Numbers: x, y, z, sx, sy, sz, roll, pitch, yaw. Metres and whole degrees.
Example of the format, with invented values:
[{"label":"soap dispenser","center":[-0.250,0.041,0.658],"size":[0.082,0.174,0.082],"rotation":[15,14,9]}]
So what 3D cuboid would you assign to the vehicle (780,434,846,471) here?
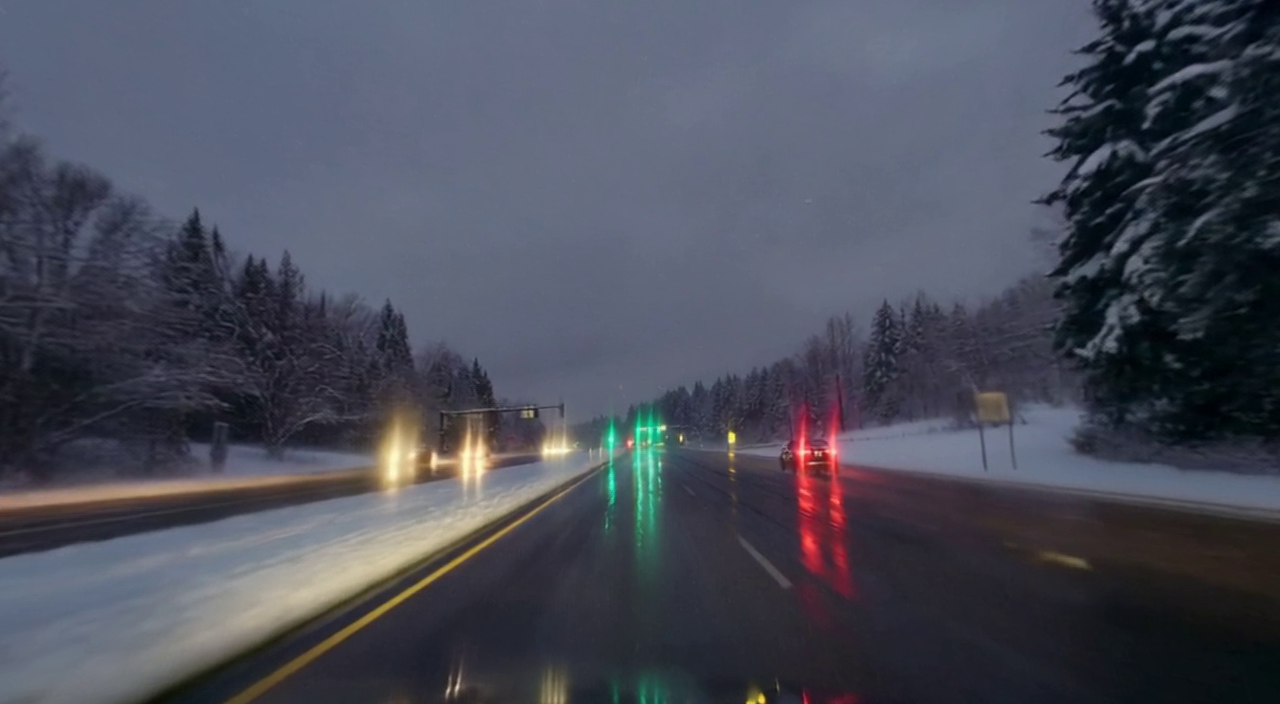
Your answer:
[{"label":"vehicle","center":[9.189,5.395,33.902],"size":[2.170,1.830,4.720],"rotation":[0,-8,0]}]

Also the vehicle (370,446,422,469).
[{"label":"vehicle","center":[-18.652,8.073,48.351],"size":[2.043,1.627,4.595],"rotation":[0,-8,1]}]
